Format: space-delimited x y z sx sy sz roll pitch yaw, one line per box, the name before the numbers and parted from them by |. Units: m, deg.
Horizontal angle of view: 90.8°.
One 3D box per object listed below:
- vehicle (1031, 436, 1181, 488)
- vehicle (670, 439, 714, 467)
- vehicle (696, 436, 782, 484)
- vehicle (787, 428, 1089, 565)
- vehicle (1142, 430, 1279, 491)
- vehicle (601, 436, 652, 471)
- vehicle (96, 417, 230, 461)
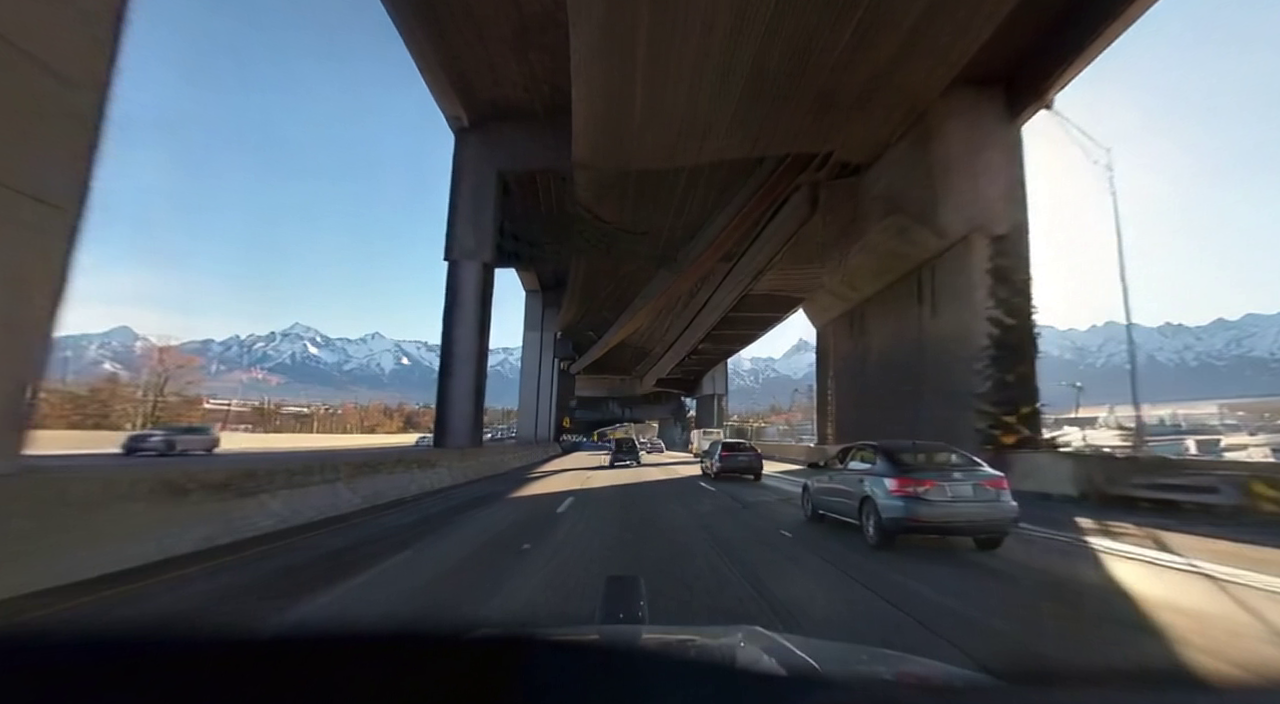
vehicle | 14.323 3.385 19.706 1.825 1.458 3.612 0 -8 -2
vehicle | 2.920 5.821 36.689 1.905 1.491 4.468 0 -8 -4
vehicle | 3.337 3.745 22.272 2.057 1.517 4.538 0 -8 -3
vehicle | 3.820 1.927 9.364 1.923 1.462 4.895 0 -8 -2
vehicle | 17.873 3.177 18.858 2.026 1.609 4.419 0 -8 -2
vehicle | -0.734 4.806 30.062 2.266 1.549 3.978 0 -8 -3
vehicle | -19.303 3.579 25.862 1.965 1.627 4.533 0 -8 -1
